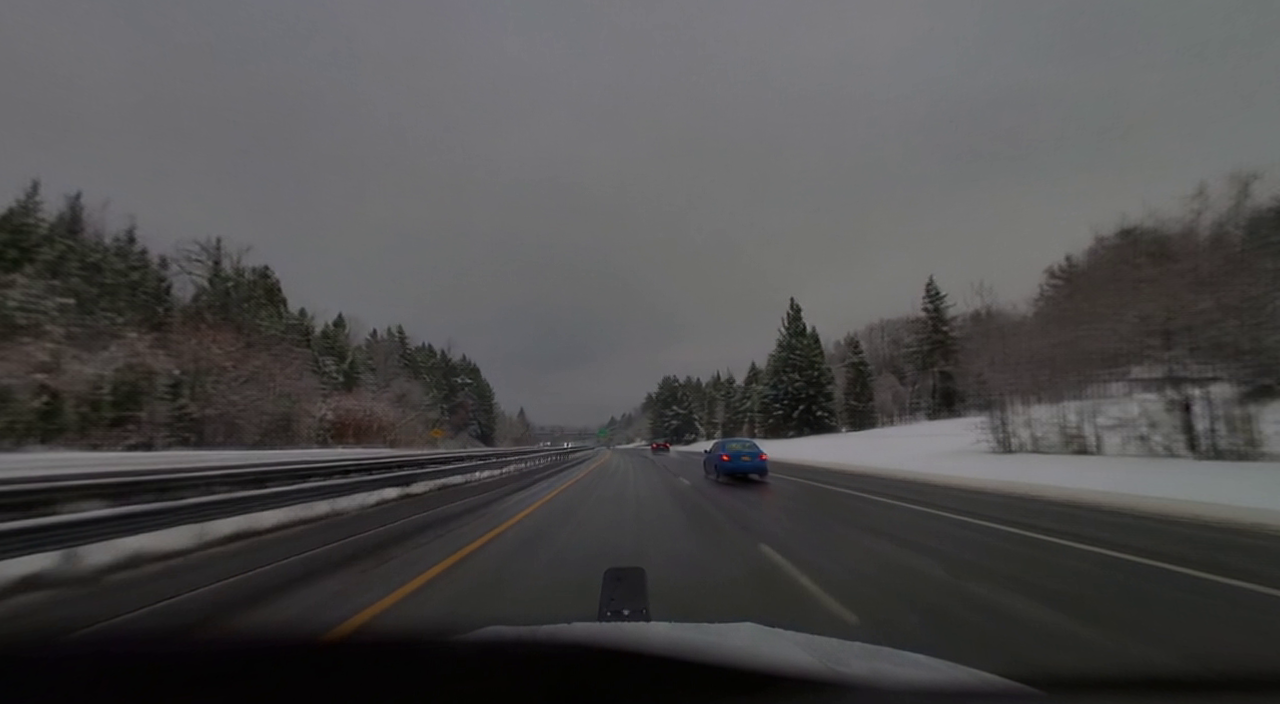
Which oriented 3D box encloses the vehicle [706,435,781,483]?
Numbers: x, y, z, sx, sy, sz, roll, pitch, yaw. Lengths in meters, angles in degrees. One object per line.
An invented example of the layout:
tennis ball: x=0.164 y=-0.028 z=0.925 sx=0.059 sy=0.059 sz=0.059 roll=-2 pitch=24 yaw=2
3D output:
vehicle: x=3.498 y=3.679 z=21.904 sx=1.945 sy=1.538 sz=3.729 roll=0 pitch=-8 yaw=-1
